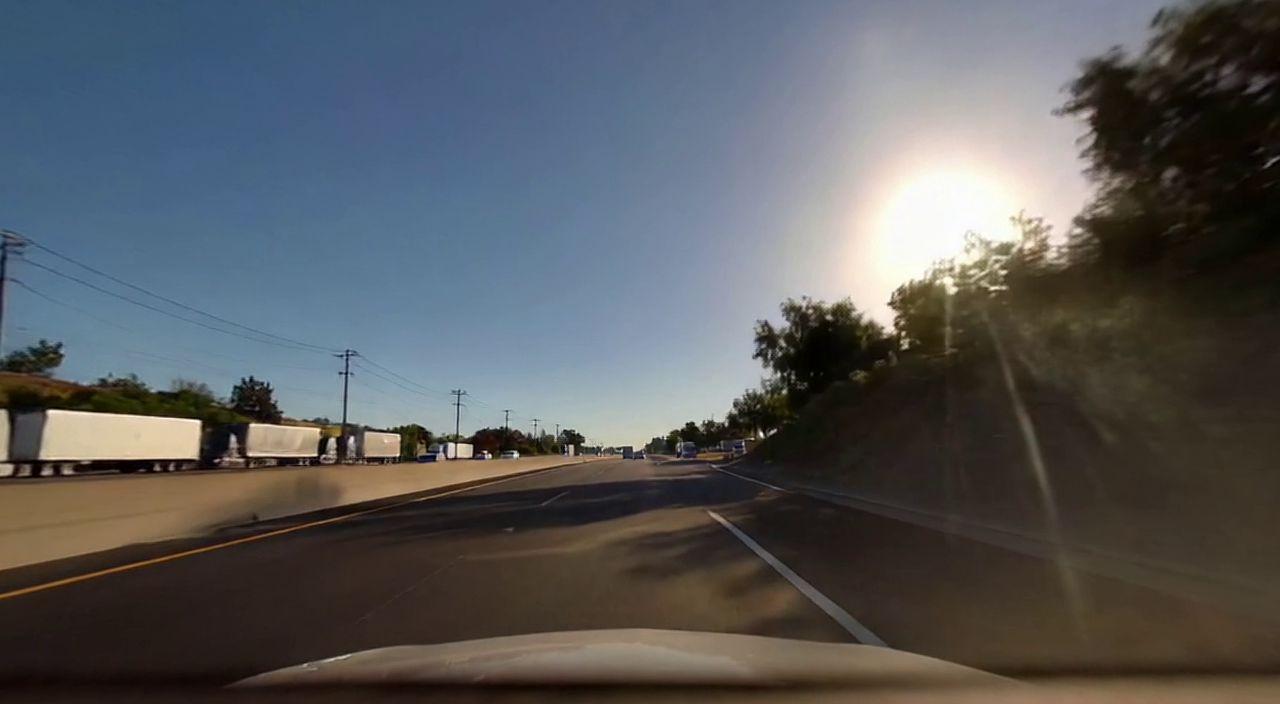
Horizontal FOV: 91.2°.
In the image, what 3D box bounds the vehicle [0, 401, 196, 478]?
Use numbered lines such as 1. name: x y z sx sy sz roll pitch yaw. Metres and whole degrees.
1. vehicle: -35.623 5.745 40.589 2.873 4.105 14.677 -2 -8 1
